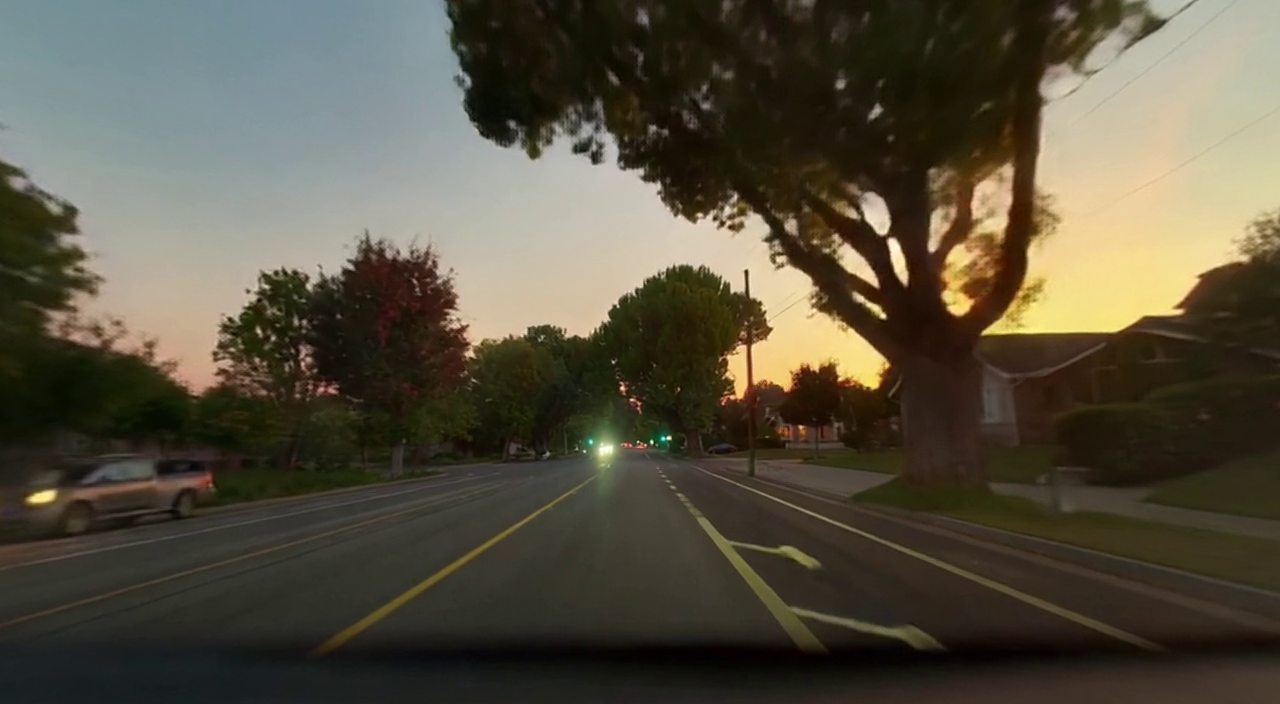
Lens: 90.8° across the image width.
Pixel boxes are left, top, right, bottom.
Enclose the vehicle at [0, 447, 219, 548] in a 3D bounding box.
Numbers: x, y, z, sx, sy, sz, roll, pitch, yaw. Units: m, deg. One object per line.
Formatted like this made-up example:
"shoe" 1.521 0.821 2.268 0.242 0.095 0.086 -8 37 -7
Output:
"vehicle" -11.482 2.943 13.306 2.047 1.710 4.473 -3 -9 2
